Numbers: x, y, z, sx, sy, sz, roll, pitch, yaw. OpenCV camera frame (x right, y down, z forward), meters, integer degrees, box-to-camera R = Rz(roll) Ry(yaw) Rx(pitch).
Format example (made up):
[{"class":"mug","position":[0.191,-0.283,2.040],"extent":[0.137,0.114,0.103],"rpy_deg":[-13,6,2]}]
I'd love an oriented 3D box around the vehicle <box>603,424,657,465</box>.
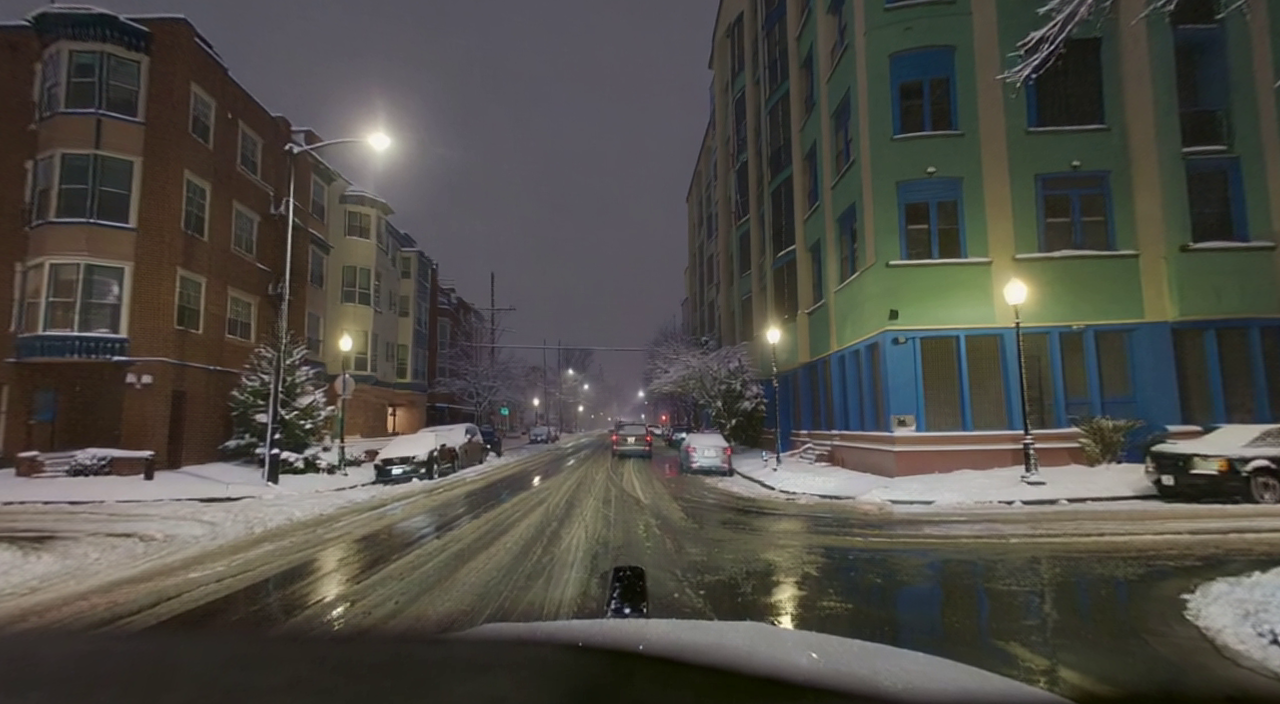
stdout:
[{"class":"vehicle","position":[-0.544,4.484,30.522],"extent":[2.412,1.834,4.636],"rpy_deg":[0,-8,-2]}]

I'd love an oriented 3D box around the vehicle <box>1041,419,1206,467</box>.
[{"class":"vehicle","position":[15.333,2.919,20.146],"extent":[3.752,1.453,1.709],"rpy_deg":[0,-9,2]}]

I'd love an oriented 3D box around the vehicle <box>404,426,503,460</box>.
[{"class":"vehicle","position":[-11.462,5.593,38.865],"extent":[5.540,1.950,2.113],"rpy_deg":[4,-12,-28]}]

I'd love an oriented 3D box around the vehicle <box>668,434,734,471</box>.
[{"class":"vehicle","position":[2.505,4.300,27.082],"extent":[2.290,1.456,4.503],"rpy_deg":[0,-9,-1]}]
